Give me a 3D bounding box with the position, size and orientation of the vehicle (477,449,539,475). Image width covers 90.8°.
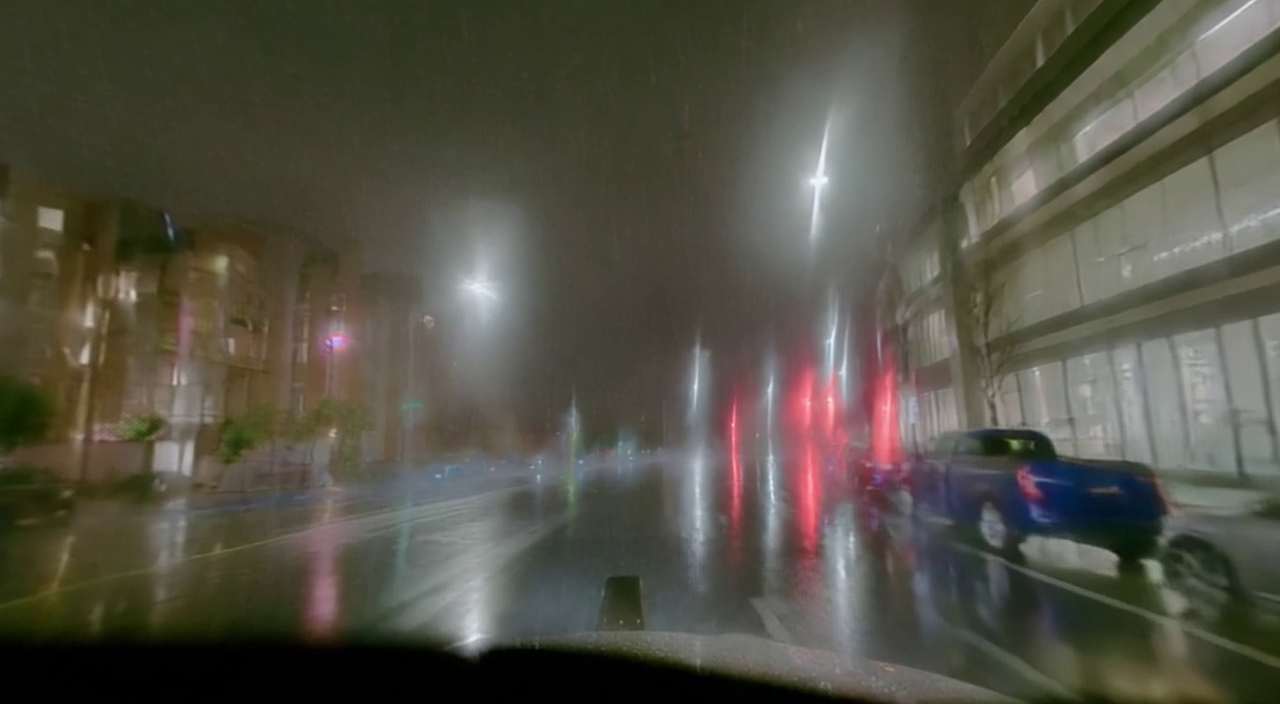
[{"bbox_3d":[-7.906,6.617,38.338,1.841,1.444,4.554,-2,-9,15],"label":"vehicle"}]

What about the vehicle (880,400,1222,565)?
[{"bbox_3d":[5.558,1.828,9.683,2.041,1.811,5.168,-1,-8,4],"label":"vehicle"}]

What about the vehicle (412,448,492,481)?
[{"bbox_3d":[-9.389,5.630,31.956,1.882,1.508,4.476,-2,-9,13],"label":"vehicle"}]

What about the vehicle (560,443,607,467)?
[{"bbox_3d":[-4.306,7.946,48.978,1.933,1.759,5.002,-3,-9,16],"label":"vehicle"}]

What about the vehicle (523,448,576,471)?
[{"bbox_3d":[-6.215,7.422,44.020,1.811,1.459,4.702,-3,-9,17],"label":"vehicle"}]

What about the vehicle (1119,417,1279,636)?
[{"bbox_3d":[5.446,1.111,3.607,1.879,1.542,4.693,0,-8,3],"label":"vehicle"}]

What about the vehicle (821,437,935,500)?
[{"bbox_3d":[6.421,3.172,17.674,1.977,1.497,4.680,-1,-8,8],"label":"vehicle"}]

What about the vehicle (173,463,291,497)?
[{"bbox_3d":[-18.837,5.901,29.253,4.178,1.407,2.012,-1,-9,8],"label":"vehicle"}]
